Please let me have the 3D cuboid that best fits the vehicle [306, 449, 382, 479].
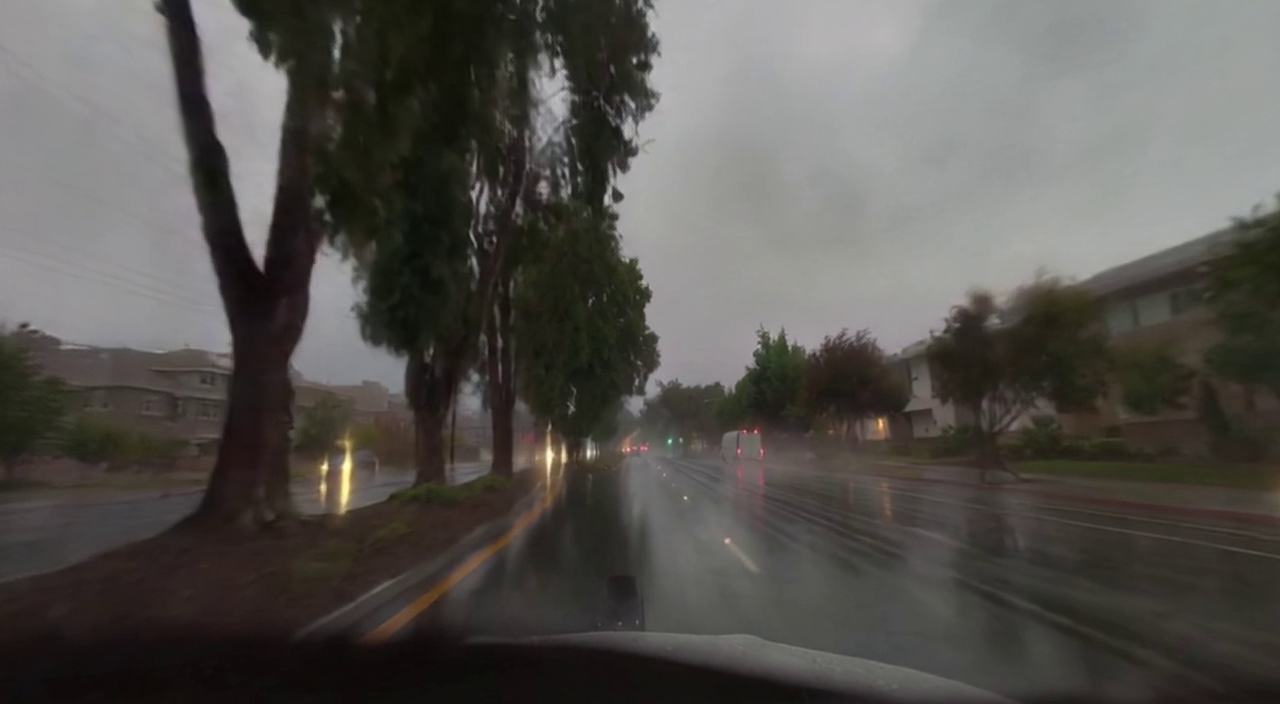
[{"bbox_3d":[-19.538,7.403,42.001,2.146,1.848,5.680,-1,-9,2],"label":"vehicle"}]
